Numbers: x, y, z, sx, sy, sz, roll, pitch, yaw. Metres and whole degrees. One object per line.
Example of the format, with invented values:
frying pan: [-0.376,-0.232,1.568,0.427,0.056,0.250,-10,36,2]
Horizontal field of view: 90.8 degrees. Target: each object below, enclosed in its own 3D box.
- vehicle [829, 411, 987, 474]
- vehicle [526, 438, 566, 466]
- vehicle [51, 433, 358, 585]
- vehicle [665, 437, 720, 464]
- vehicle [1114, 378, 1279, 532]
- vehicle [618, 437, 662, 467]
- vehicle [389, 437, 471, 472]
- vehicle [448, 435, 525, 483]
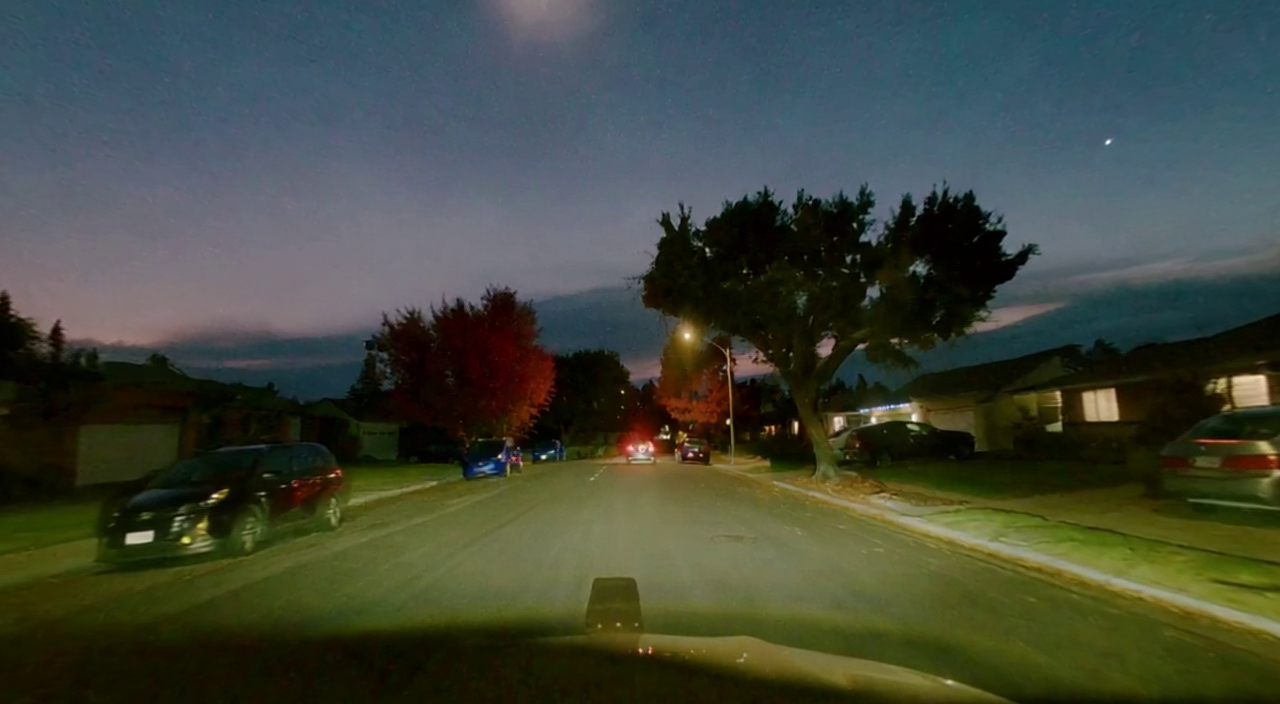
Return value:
vehicle: [9.868,3.354,23.516,4.813,1.914,2.041,-3,-9,-4]
vehicle: [-6.743,7.273,45.853,2.235,1.851,4.662,-2,-9,-1]
vehicle: [-6.110,2.133,9.600,2.007,1.662,3.951,-2,-7,-2]
vehicle: [3.083,5.934,38.078,2.429,1.502,4.474,1,-9,-7]
vehicle: [10.071,1.270,8.932,4.908,1.846,2.143,-4,-9,-2]
vehicle: [-0.080,5.273,33.494,2.192,1.474,4.192,0,-9,-2]
vehicle: [-12.953,6.337,39.149,4.461,1.717,1.936,-4,-7,-5]
vehicle: [-6.533,4.562,27.426,2.254,1.773,4.795,-2,-7,-2]
